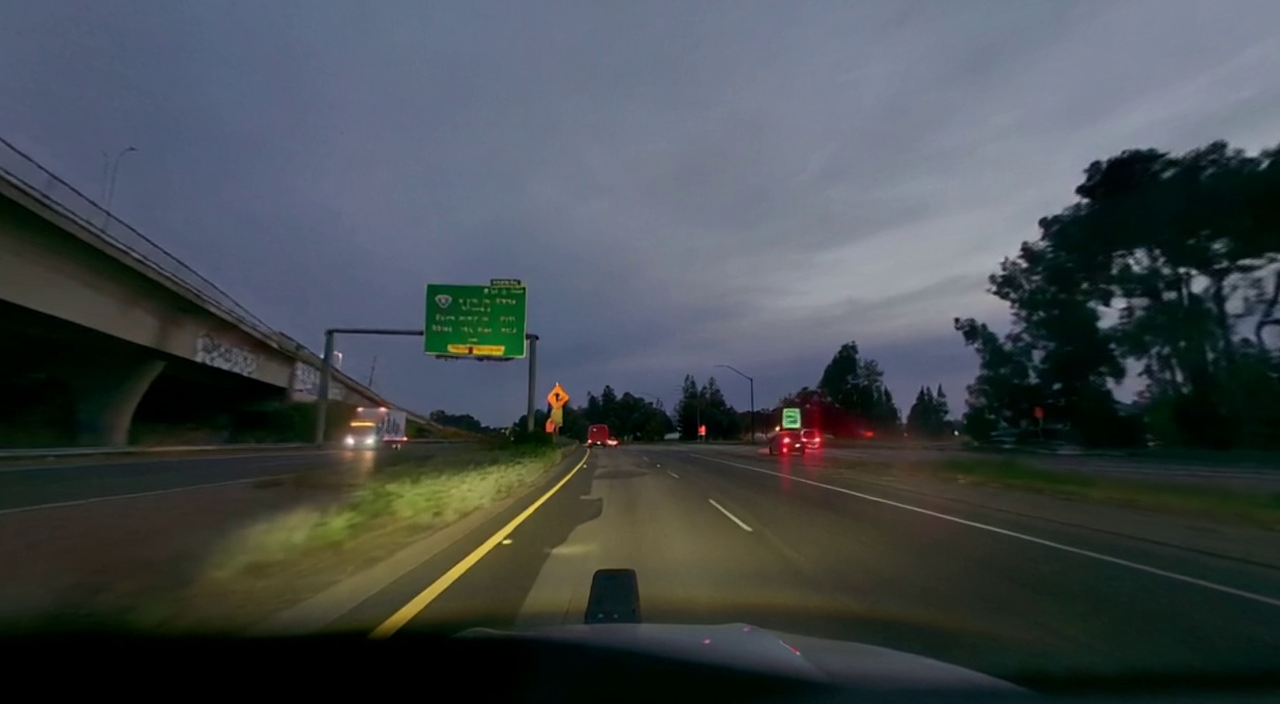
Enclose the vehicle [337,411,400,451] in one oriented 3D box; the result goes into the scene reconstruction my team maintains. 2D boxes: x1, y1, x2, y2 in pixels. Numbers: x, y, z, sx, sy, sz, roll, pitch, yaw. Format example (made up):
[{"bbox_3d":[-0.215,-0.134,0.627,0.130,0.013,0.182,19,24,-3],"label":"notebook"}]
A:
[{"bbox_3d":[-20.369,5.986,47.602,2.354,2.823,5.911,1,-8,-3],"label":"vehicle"}]
